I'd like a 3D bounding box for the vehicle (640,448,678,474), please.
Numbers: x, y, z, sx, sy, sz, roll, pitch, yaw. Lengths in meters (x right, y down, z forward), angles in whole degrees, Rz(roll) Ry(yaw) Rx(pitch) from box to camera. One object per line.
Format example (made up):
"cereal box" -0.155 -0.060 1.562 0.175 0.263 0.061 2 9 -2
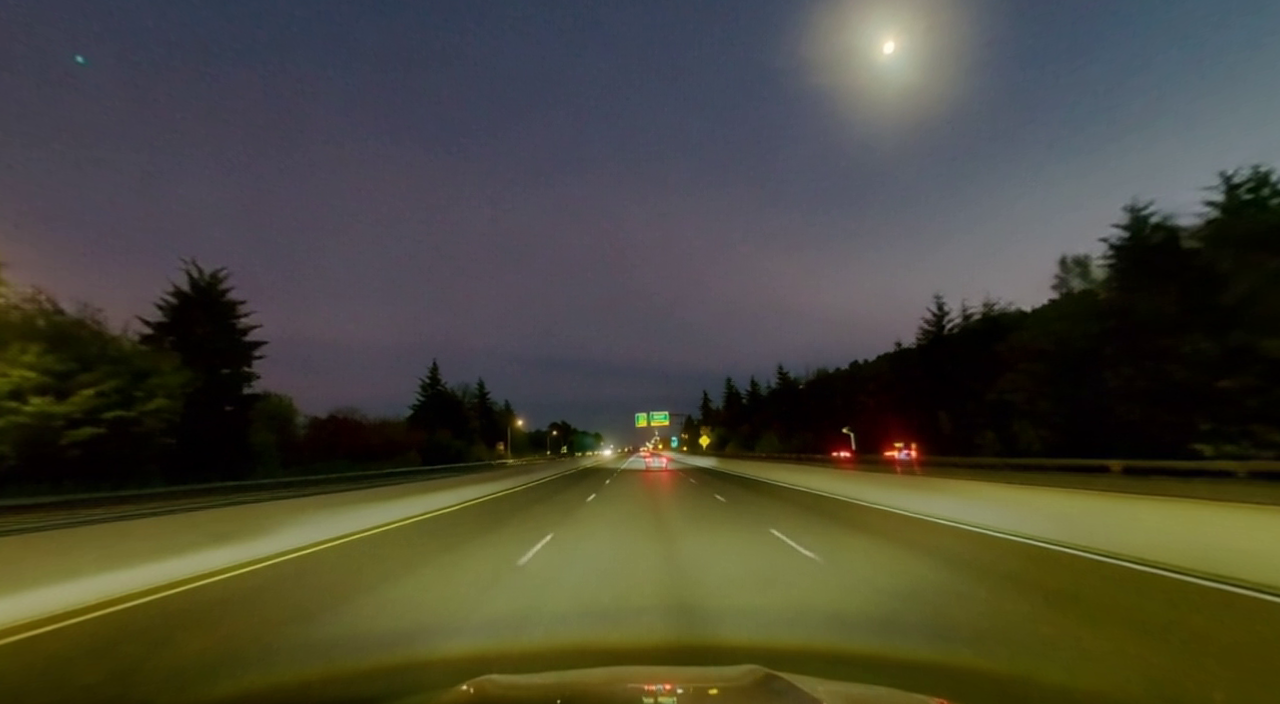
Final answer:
"vehicle" 1.064 6.377 37.103 2.036 1.457 3.471 0 -9 -1
